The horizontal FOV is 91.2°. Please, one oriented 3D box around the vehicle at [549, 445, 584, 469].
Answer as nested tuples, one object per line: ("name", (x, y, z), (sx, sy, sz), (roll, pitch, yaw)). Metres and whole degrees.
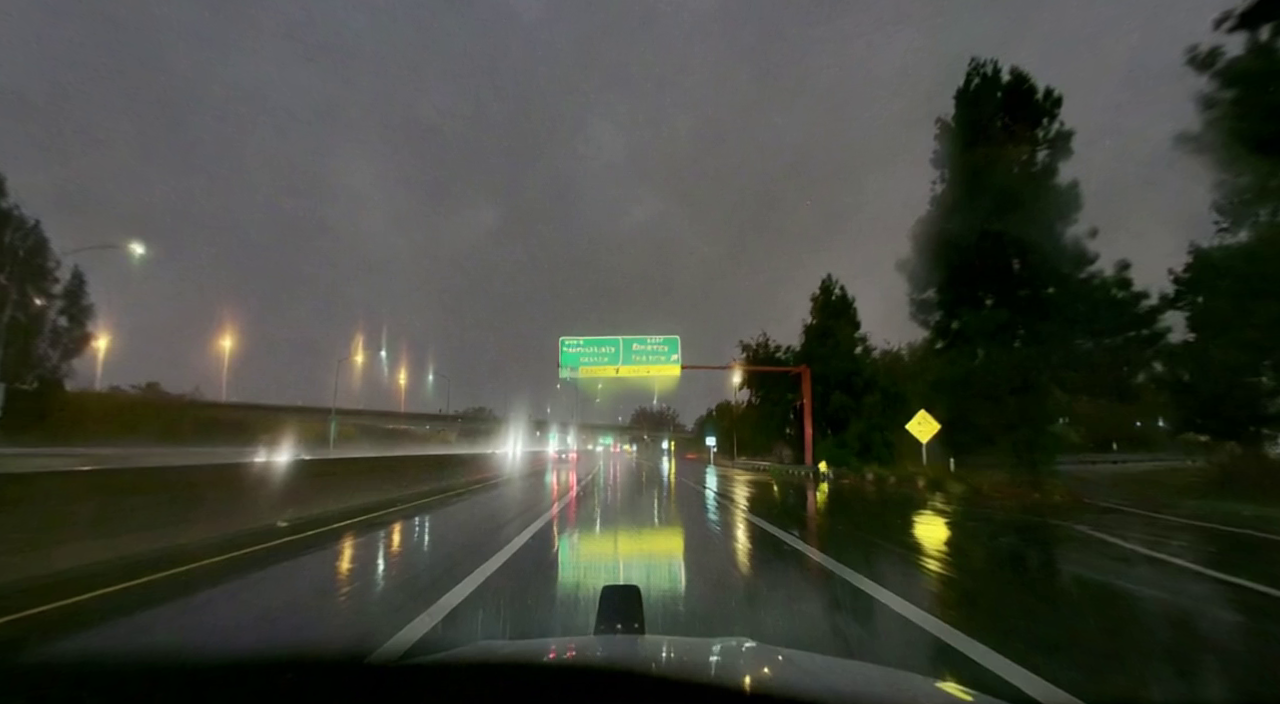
("vehicle", (-5.011, 7.206, 43.094), (2.008, 1.521, 4.129), (0, -9, -2))
